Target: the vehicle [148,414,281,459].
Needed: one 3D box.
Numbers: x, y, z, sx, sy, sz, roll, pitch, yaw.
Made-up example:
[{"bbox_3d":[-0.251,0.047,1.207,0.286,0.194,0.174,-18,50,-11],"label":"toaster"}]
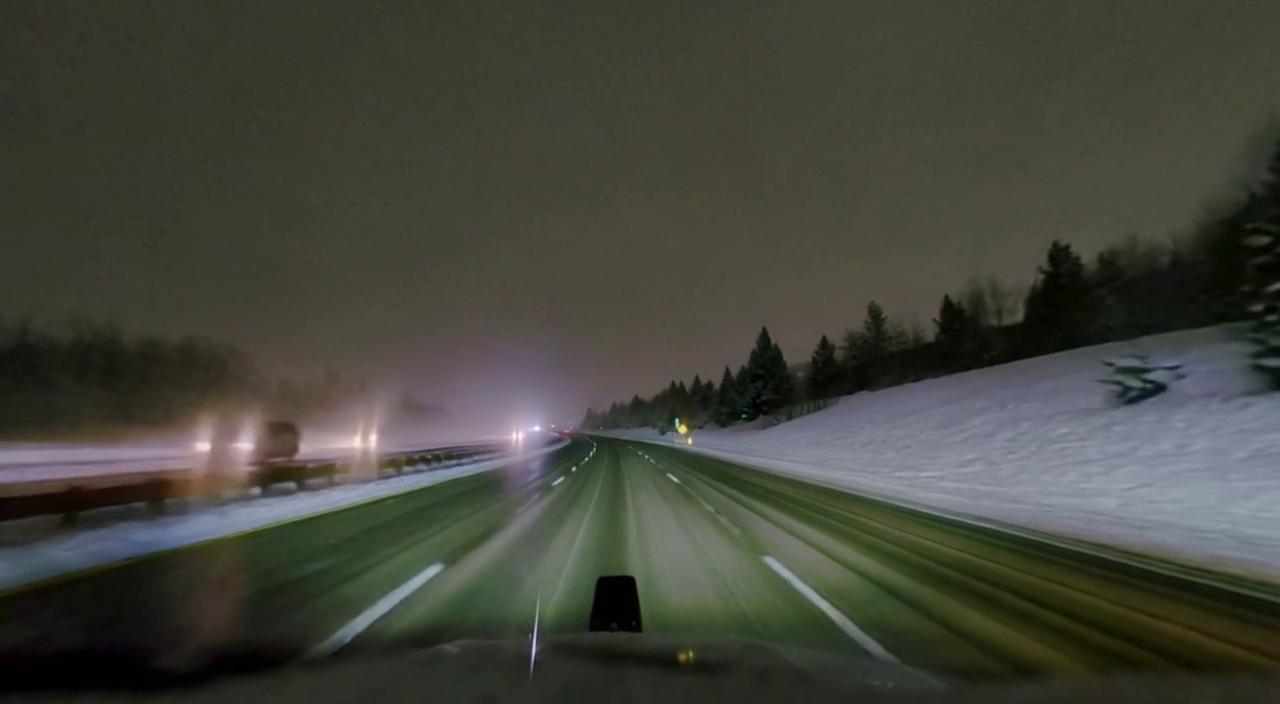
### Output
[{"bbox_3d":[-17.546,3.547,26.405,2.127,1.714,5.132,0,-8,-2],"label":"vehicle"}]
